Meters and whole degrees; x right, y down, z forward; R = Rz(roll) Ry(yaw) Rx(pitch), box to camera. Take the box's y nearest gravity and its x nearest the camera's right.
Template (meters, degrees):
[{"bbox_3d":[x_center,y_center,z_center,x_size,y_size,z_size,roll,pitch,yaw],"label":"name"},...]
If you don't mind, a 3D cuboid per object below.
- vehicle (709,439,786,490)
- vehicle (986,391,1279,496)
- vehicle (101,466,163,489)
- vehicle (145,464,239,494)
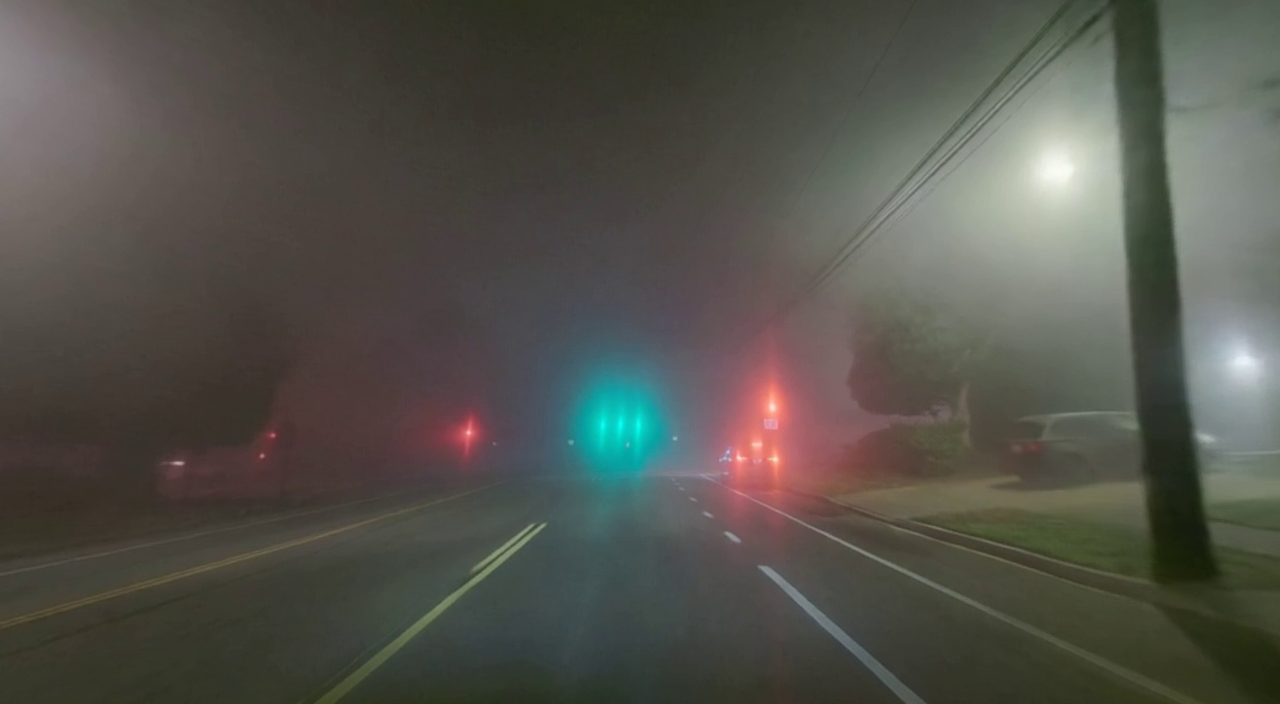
[{"bbox_3d":[3.789,4.032,23.066,1.900,1.661,4.346,0,-8,-2],"label":"vehicle"},{"bbox_3d":[10.147,2.031,13.534,4.434,1.730,2.081,-8,-11,23],"label":"vehicle"},{"bbox_3d":[-39.968,9.862,49.799,1.722,1.569,4.038,-1,-8,-4],"label":"vehicle"},{"bbox_3d":[-29.742,8.421,42.029,4.830,1.521,1.948,-5,-10,-1],"label":"vehicle"}]
